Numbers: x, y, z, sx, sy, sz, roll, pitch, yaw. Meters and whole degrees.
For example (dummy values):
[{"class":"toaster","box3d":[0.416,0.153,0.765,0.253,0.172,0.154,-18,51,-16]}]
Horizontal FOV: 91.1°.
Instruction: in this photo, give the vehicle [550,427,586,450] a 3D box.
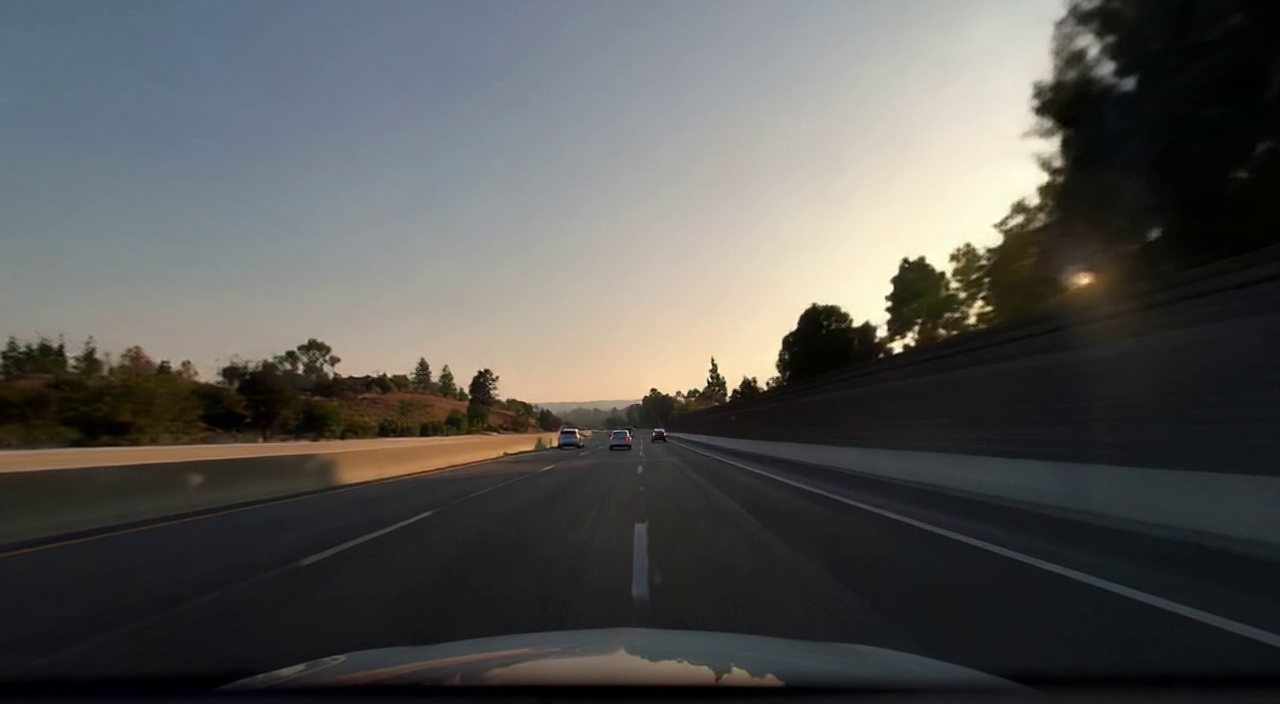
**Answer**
[{"class":"vehicle","box3d":[-5.310,6.420,46.812,2.113,1.632,4.409,0,-8,1]}]

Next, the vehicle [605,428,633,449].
[{"class":"vehicle","box3d":[-1.597,6.830,49.607,2.064,1.571,4.225,0,-8,0]}]
